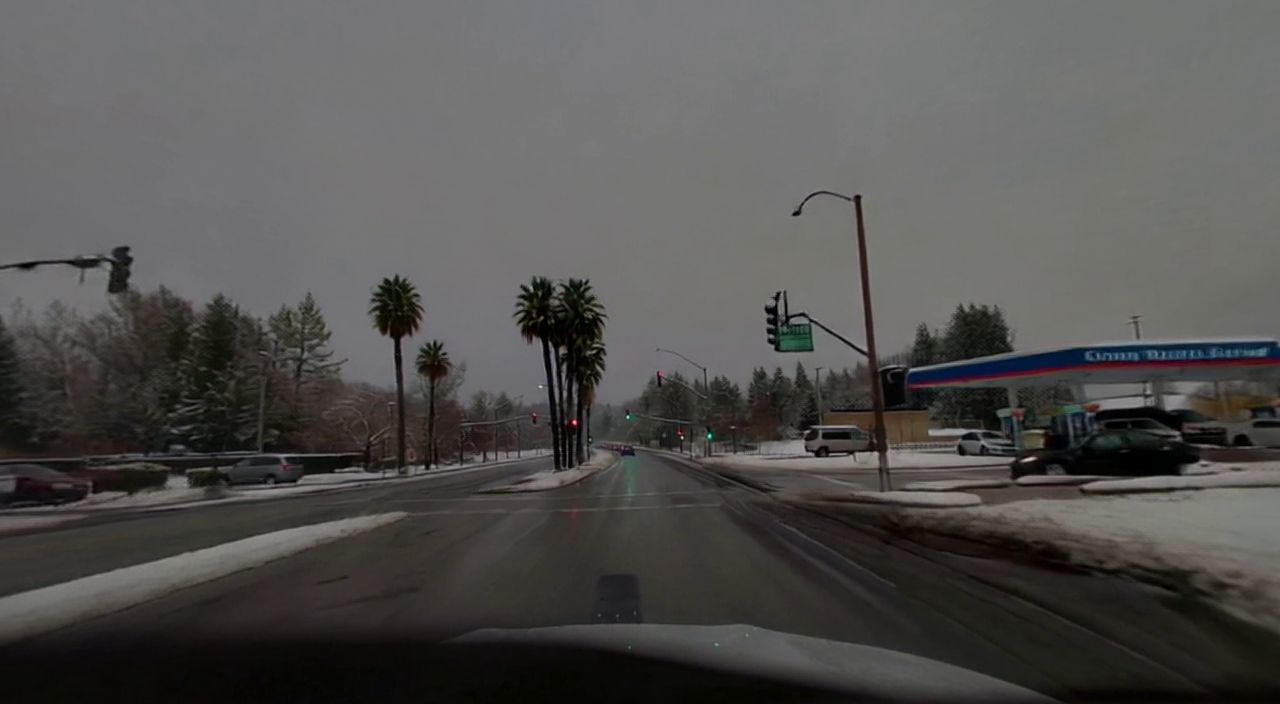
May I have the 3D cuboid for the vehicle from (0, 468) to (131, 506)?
[{"bbox_3d":[-25.645,5.964,28.077,4.407,1.565,1.861,0,-9,2],"label":"vehicle"}]

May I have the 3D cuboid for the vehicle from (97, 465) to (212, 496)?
[{"bbox_3d":[-25.862,6.867,33.795,4.448,1.525,1.835,1,-9,-5],"label":"vehicle"}]

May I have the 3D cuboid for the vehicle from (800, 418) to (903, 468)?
[{"bbox_3d":[13.277,5.909,40.957,2.944,2.783,10.332,0,-9,-1],"label":"vehicle"}]

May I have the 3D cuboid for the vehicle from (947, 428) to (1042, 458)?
[{"bbox_3d":[21.618,5.584,38.601,4.578,1.756,2.042,1,-9,-4],"label":"vehicle"}]

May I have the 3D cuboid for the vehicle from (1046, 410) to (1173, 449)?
[{"bbox_3d":[28.915,4.811,39.102,5.625,2.303,2.592,0,-9,2],"label":"vehicle"}]

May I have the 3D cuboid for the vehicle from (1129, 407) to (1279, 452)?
[{"bbox_3d":[30.058,4.137,33.595,6.052,2.171,2.511,0,-9,-4],"label":"vehicle"}]

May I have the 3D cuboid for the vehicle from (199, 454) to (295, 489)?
[{"bbox_3d":[-25.958,7.899,41.853,5.056,1.839,1.957,-3,-6,-2],"label":"vehicle"}]
